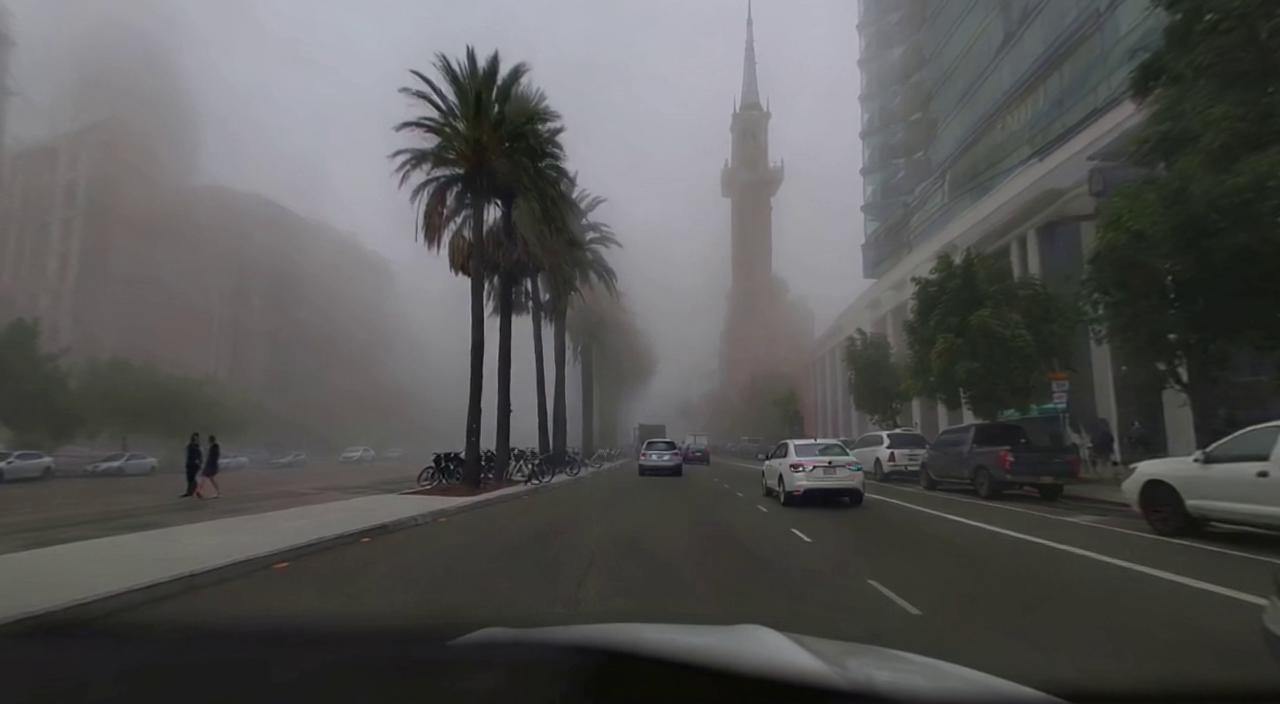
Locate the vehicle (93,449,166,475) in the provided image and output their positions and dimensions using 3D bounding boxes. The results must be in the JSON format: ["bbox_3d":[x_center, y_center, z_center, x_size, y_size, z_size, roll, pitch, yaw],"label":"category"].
[{"bbox_3d":[-39.608,8.520,49.192,2.034,1.862,5.122,1,-9,-9],"label":"vehicle"}]

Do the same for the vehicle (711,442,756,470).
[{"bbox_3d":[5.605,6.296,38.535,1.981,1.572,4.718,0,-9,-1],"label":"vehicle"}]

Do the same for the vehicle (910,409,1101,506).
[{"bbox_3d":[9.289,2.748,16.772,2.093,2.154,5.193,0,-9,2],"label":"vehicle"}]

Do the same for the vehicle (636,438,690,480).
[{"bbox_3d":[0.952,4.484,26.639,2.111,1.605,3.832,0,-9,2],"label":"vehicle"}]

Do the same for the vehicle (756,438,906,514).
[{"bbox_3d":[4.281,2.849,15.086,2.116,1.500,4.702,0,-9,0],"label":"vehicle"}]

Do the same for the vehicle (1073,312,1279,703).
[{"bbox_3d":[3.676,0.537,0.852,2.453,1.851,5.323,0,-9,1],"label":"vehicle"}]

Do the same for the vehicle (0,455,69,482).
[{"bbox_3d":[-37.987,7.176,39.127,1.817,1.554,4.032,1,-9,-9],"label":"vehicle"}]
